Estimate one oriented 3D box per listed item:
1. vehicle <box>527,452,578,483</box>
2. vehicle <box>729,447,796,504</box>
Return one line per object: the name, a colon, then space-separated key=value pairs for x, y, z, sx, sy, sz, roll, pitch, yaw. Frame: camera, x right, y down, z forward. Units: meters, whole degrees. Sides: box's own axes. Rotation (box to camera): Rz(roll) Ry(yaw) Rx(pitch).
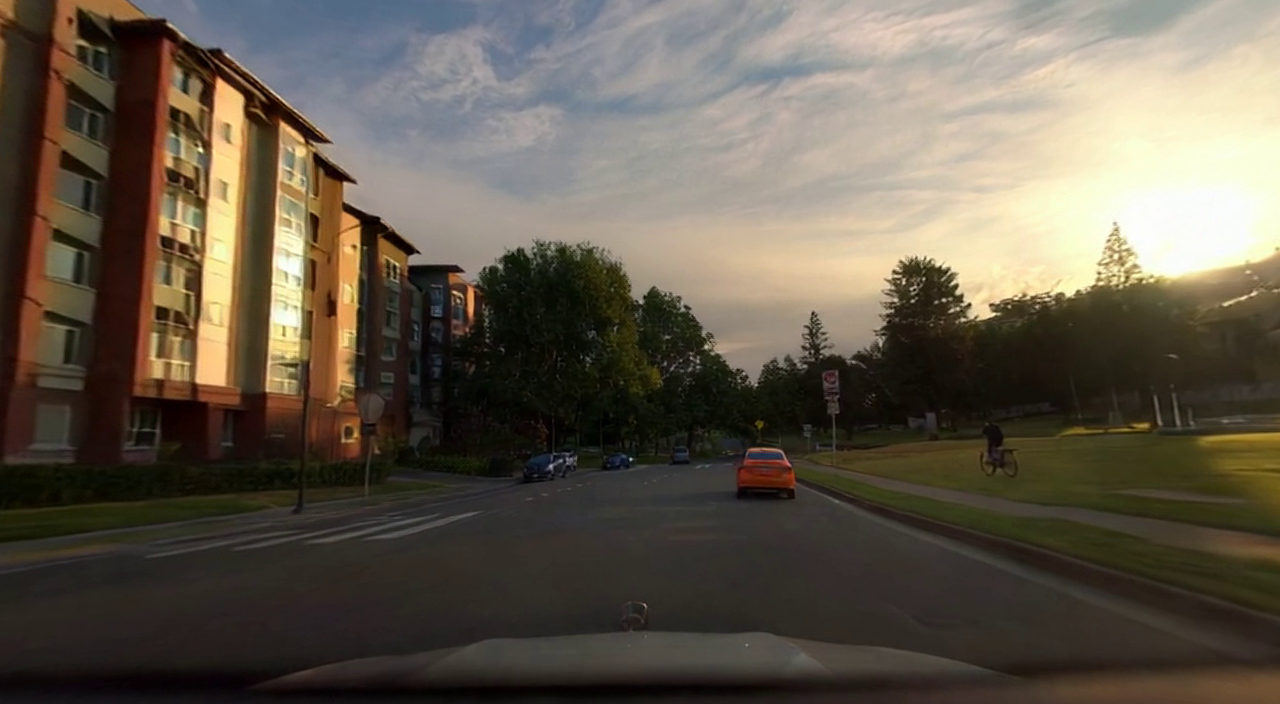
vehicle: x=-6.154 y=8.162 z=44.784 sx=2.347 sy=1.846 sz=4.915 roll=-7 pitch=-9 yaw=5
vehicle: x=3.444 y=3.532 z=18.094 sx=1.559 sy=1.351 sz=2.452 roll=-7 pitch=-11 yaw=6
